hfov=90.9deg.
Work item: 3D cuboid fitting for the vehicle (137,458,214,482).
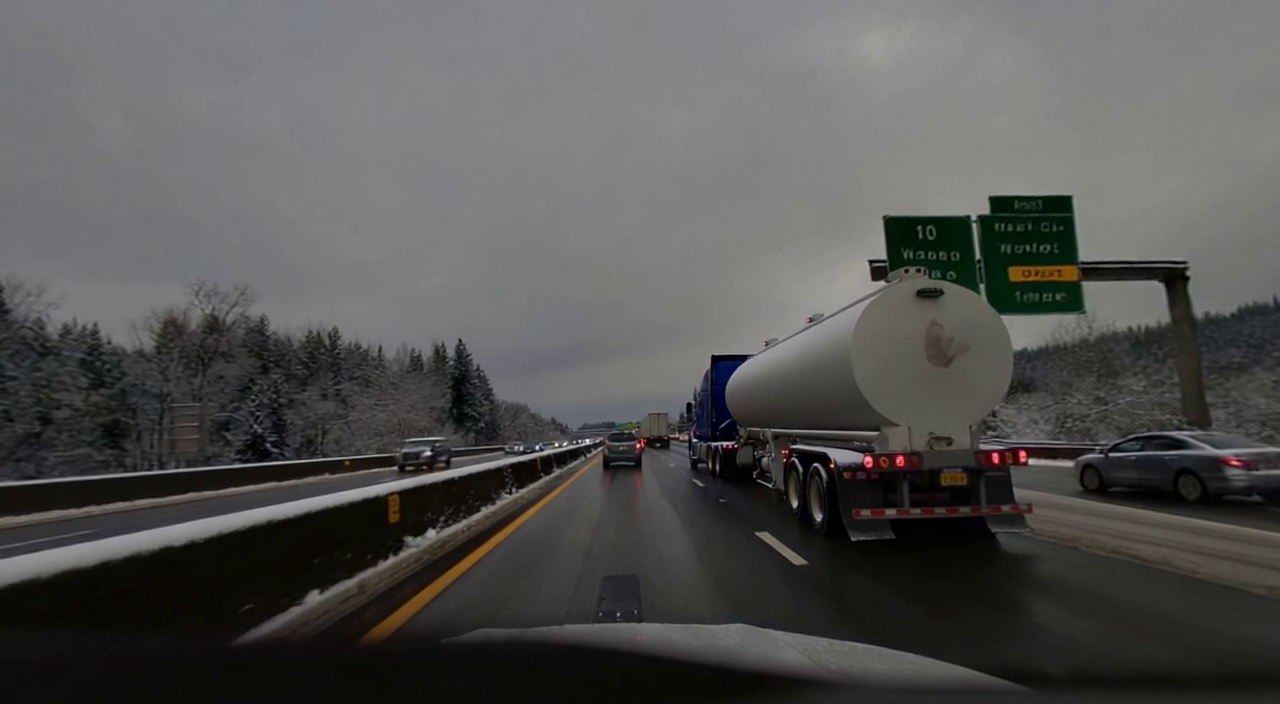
[{"bbox_3d":[-35.134,8.888,47.759,1.846,1.553,4.238,-5,-9,34],"label":"vehicle"}]

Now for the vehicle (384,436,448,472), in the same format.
[{"bbox_3d":[-12.930,5.891,36.789,2.065,1.948,4.720,0,-8,-1],"label":"vehicle"}]

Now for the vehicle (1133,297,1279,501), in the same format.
[{"bbox_3d":[14.588,0.729,11.255,2.878,4.124,10.050,0,-8,-4],"label":"vehicle"}]

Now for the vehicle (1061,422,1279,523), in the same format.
[{"bbox_3d":[9.855,2.053,11.349,1.739,1.471,3.889,0,-8,-2],"label":"vehicle"}]

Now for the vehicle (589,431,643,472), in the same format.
[{"bbox_3d":[-0.922,3.973,25.375,2.000,1.510,3.518,0,-8,-1],"label":"vehicle"}]

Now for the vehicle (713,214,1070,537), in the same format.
[{"bbox_3d":[3.522,0.850,12.228,2.826,3.905,9.262,0,-8,-2],"label":"vehicle"}]

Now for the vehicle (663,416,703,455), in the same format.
[{"bbox_3d":[3.200,6.345,47.890,2.475,2.782,4.986,0,-8,-3],"label":"vehicle"}]
